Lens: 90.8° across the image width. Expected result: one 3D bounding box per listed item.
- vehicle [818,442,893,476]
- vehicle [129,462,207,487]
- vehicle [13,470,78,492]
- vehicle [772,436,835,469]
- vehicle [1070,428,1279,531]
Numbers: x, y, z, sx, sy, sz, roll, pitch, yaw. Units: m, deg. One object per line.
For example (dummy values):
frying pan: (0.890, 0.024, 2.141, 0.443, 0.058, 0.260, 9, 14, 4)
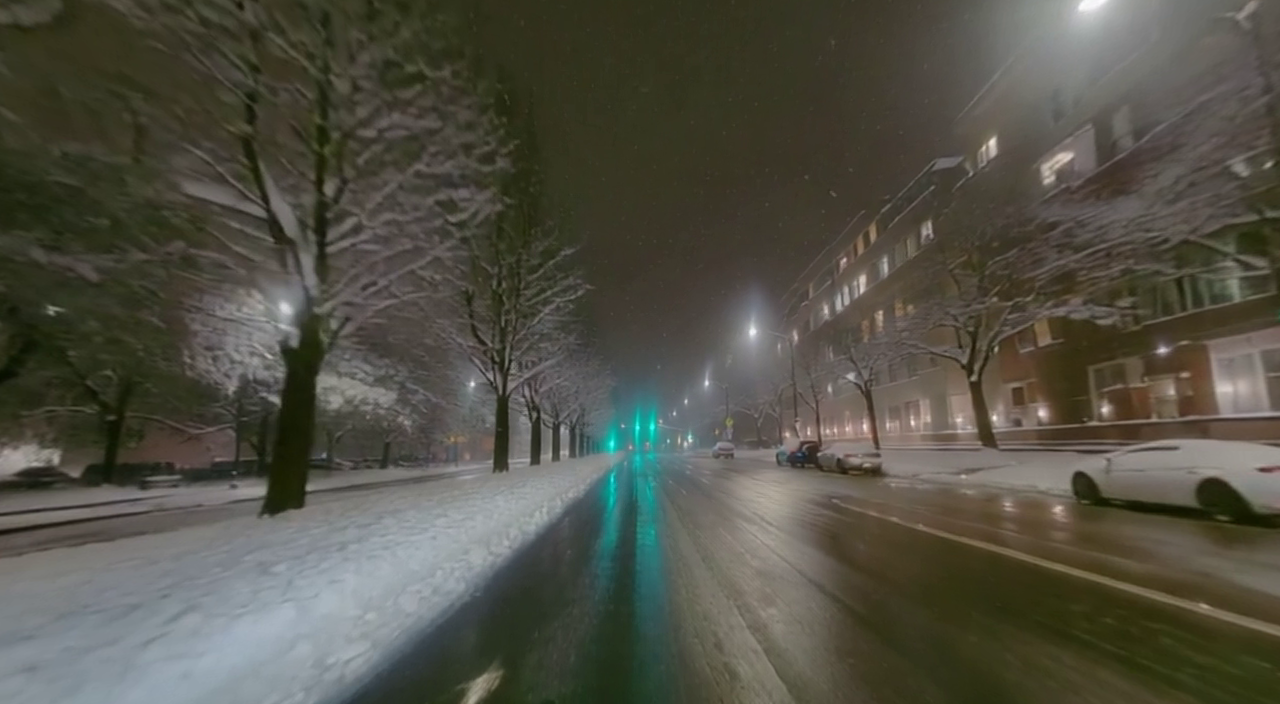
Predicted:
vehicle: (10.029, 4.990, 29.755, 1.964, 1.477, 4.459, 0, -9, 0)
vehicle: (-32.762, 8.479, 43.884, 3.802, 1.590, 1.968, 0, -9, 2)
vehicle: (-46.908, 10.181, 49.926, 3.617, 1.424, 1.636, 5, -13, -42)
vehicle: (9.763, 6.054, 38.204, 2.272, 1.843, 4.913, 0, -9, -3)
vehicle: (10.158, 2.091, 10.756, 2.011, 1.466, 4.989, 0, -9, -3)
